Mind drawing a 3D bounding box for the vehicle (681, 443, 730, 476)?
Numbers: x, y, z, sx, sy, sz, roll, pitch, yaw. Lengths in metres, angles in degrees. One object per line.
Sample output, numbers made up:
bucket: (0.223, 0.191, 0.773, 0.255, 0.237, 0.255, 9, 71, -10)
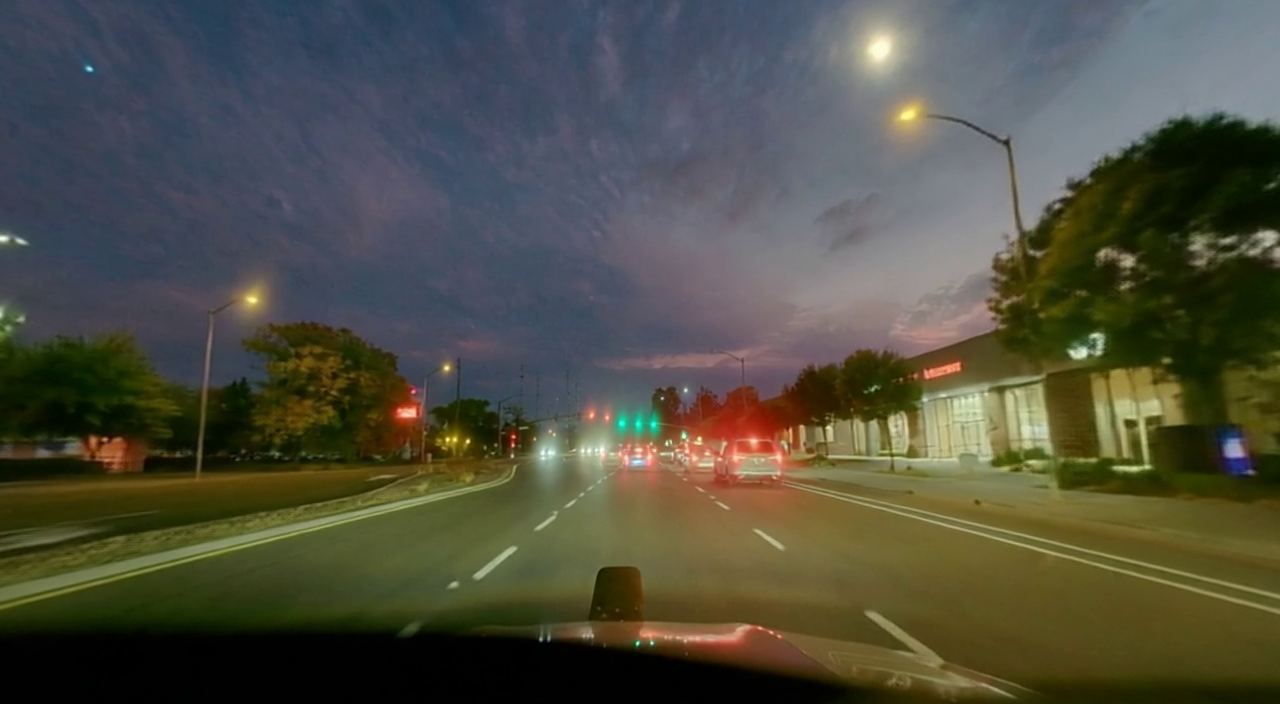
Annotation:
vehicle: (3.076, 5.154, 30.583, 1.864, 1.484, 4.662, 0, -8, 0)

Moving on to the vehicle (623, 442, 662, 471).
vehicle: (0.123, 5.775, 35.131, 2.023, 1.532, 3.891, 0, -8, -1)

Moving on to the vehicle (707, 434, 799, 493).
vehicle: (3.453, 3.482, 20.096, 2.085, 1.668, 4.077, 0, -8, -1)
